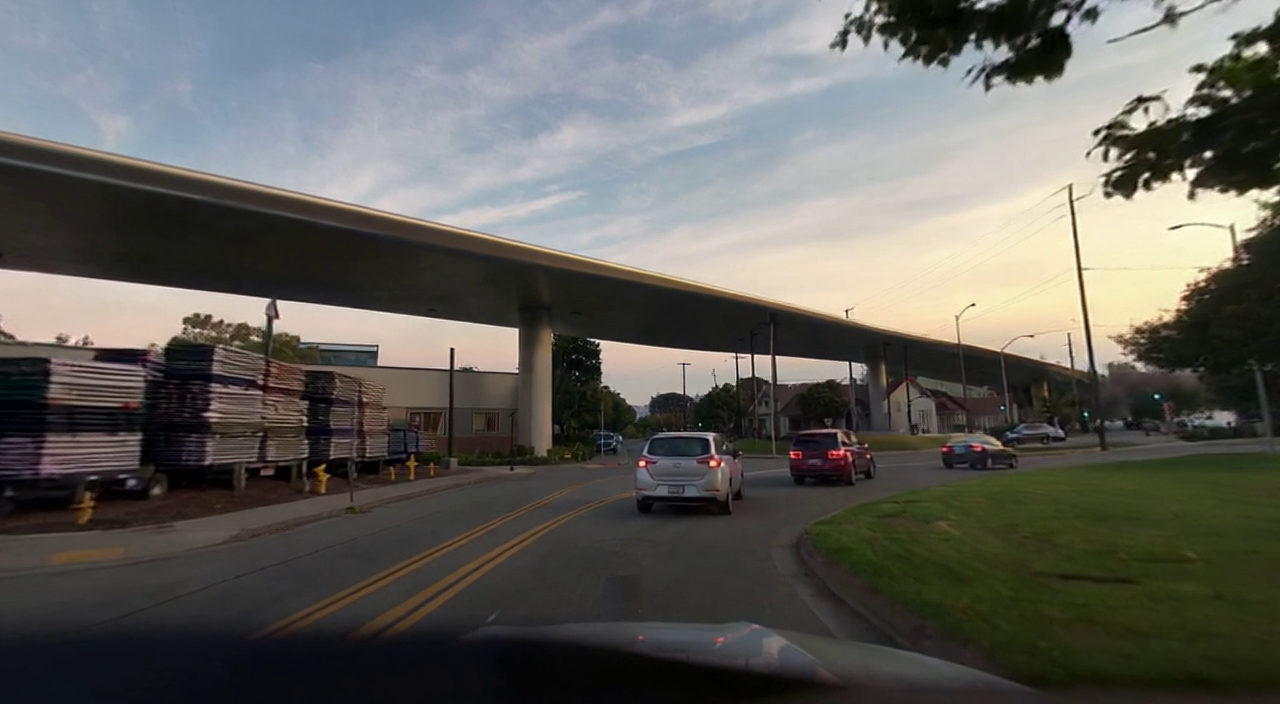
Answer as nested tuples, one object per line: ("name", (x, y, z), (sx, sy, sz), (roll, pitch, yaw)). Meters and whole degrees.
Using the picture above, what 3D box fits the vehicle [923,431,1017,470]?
("vehicle", (16.124, 4.779, 30.840), (4.310, 1.762, 1.995), (5, -10, -30))

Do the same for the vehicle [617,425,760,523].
("vehicle", (1.204, 2.376, 12.878), (2.087, 1.578, 4.652), (-2, -9, 14))

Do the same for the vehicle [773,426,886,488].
("vehicle", (6.710, 3.580, 22.028), (2.241, 1.885, 4.771), (-5, -10, 36))
